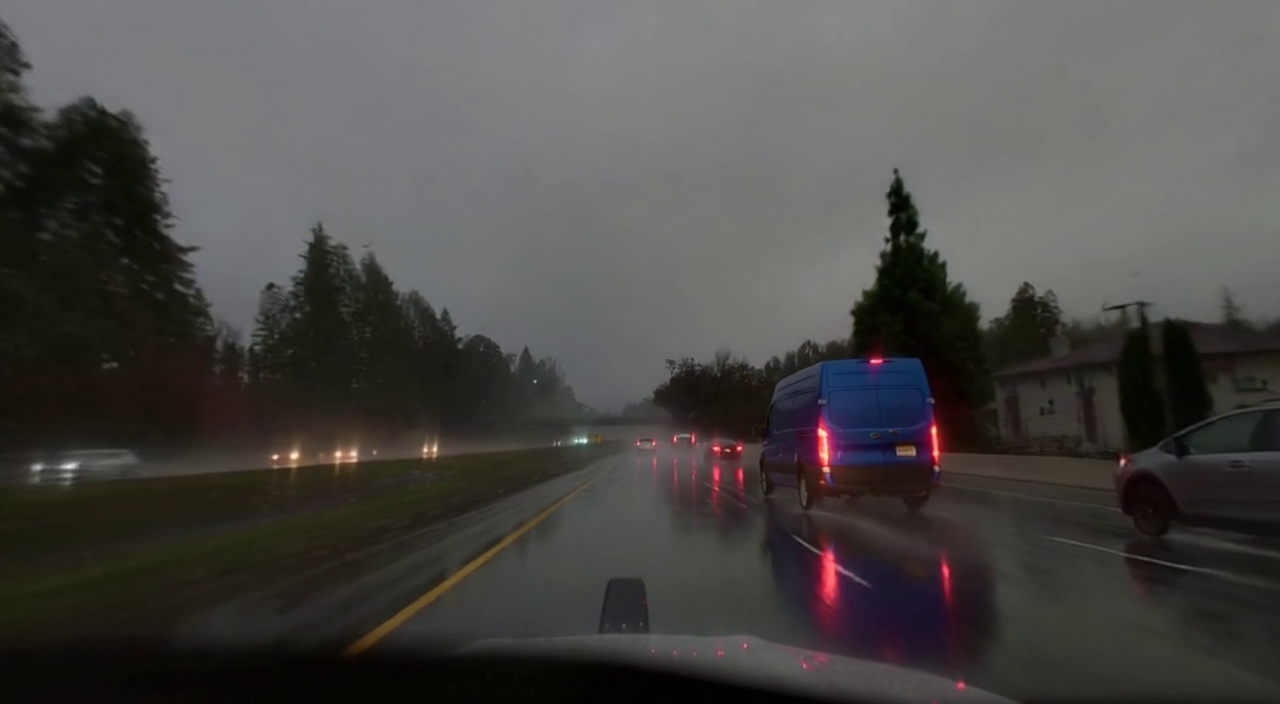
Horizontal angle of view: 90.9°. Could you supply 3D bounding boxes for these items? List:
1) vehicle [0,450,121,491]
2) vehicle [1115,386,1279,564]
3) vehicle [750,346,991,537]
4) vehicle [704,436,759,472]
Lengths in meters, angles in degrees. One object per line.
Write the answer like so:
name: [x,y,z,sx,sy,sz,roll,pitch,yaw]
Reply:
vehicle: [-23.966,4.774,25.798,1.899,1.508,4.073,0,-8,1]
vehicle: [8.002,1.316,6.735,2.212,1.902,4.654,0,-8,1]
vehicle: [3.743,1.671,11.855,2.302,2.670,5.912,0,-8,1]
vehicle: [4.465,5.039,31.341,2.034,1.651,4.342,0,-8,0]
